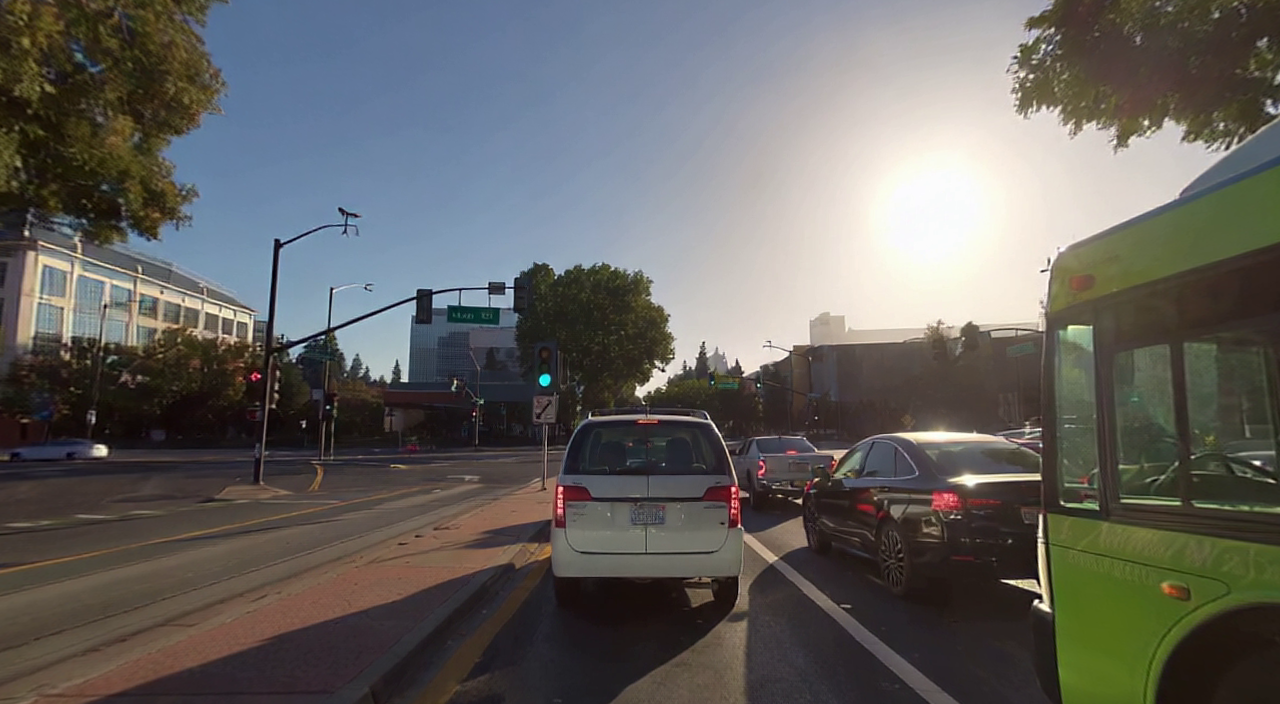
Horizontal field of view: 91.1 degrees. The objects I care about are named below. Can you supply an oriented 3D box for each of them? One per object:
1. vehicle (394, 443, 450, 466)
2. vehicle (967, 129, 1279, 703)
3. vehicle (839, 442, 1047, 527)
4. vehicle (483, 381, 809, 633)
[{"bbox_3d":[-17.216,8.044,49.528,4.097,1.720,1.924,-5,-10,31],"label":"vehicle"},{"bbox_3d":[2.617,0.318,0.422,2.037,2.065,5.037,0,-8,0],"label":"vehicle"},{"bbox_3d":[5.990,2.640,13.219,1.987,1.457,4.675,0,-8,-1],"label":"vehicle"},{"bbox_3d":[0.019,1.476,7.005,2.381,1.842,4.603,0,-8,-1],"label":"vehicle"}]
